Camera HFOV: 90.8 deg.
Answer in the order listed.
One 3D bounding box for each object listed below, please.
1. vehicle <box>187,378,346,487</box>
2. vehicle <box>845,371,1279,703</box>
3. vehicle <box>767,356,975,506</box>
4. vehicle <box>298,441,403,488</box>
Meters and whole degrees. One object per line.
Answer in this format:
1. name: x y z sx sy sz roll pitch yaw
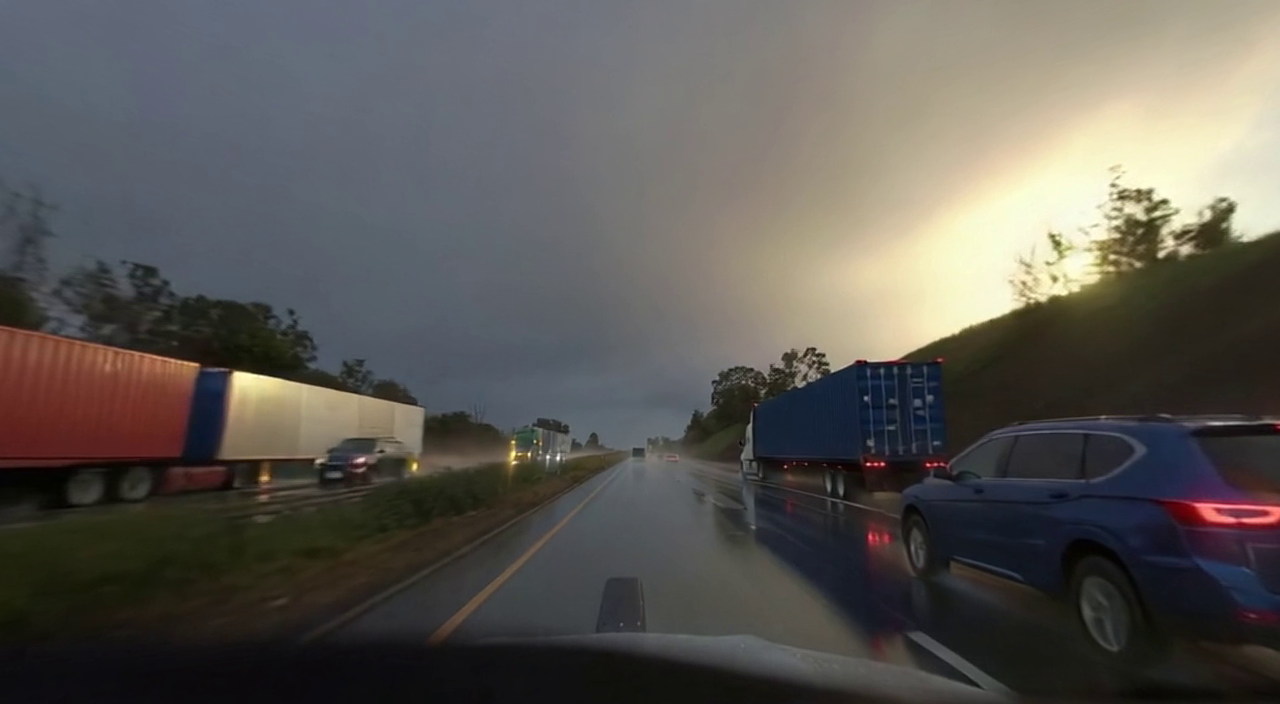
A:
1. vehicle: -15.227 3.418 26.378 2.914 4.017 5.846 0 -9 0
2. vehicle: 3.385 1.243 4.682 2.130 1.658 4.537 0 -9 -1
3. vehicle: 7.692 3.191 24.152 2.882 4.109 13.567 0 -9 0
4. vehicle: -11.138 4.344 24.679 2.026 1.657 4.362 0 -9 0
